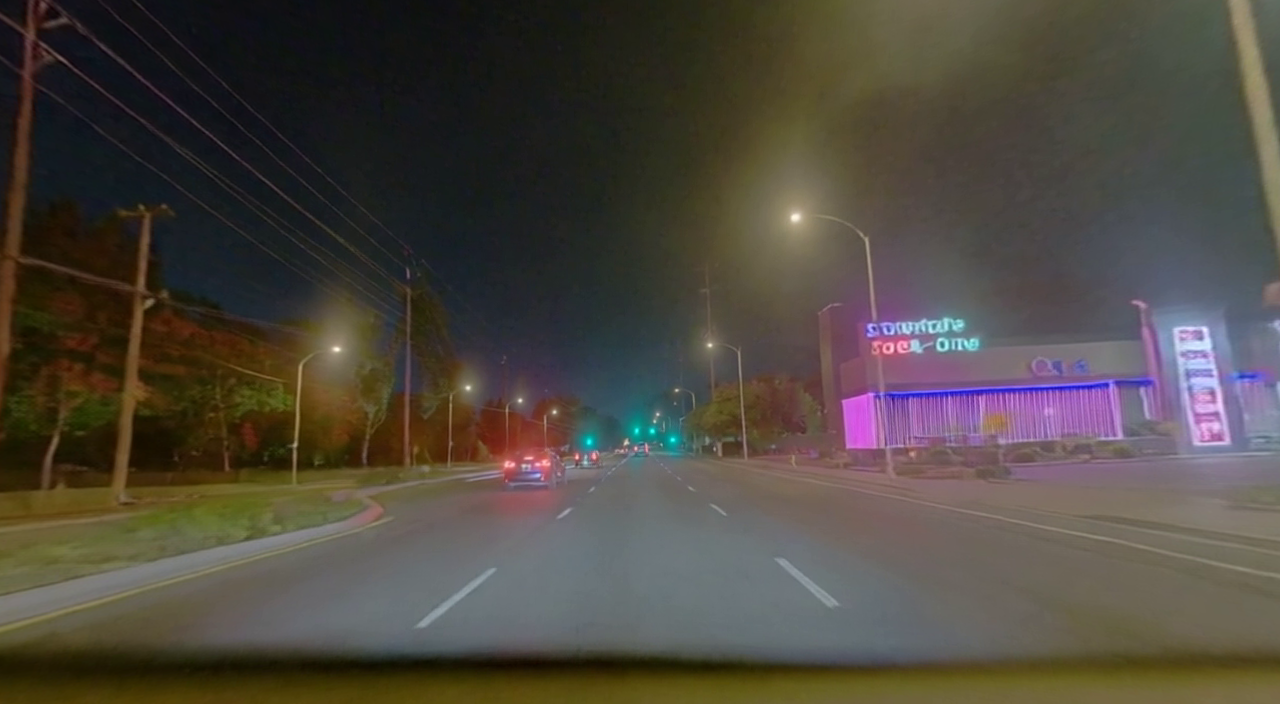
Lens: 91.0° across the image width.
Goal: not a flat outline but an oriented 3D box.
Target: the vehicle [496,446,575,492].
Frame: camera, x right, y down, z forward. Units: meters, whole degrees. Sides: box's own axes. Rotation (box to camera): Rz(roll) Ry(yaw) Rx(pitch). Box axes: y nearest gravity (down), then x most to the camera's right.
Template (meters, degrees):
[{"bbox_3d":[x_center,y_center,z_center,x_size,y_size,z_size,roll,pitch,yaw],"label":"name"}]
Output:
[{"bbox_3d":[-3.593,4.104,22.567,2.076,1.444,4.328,-1,-8,0],"label":"vehicle"}]
